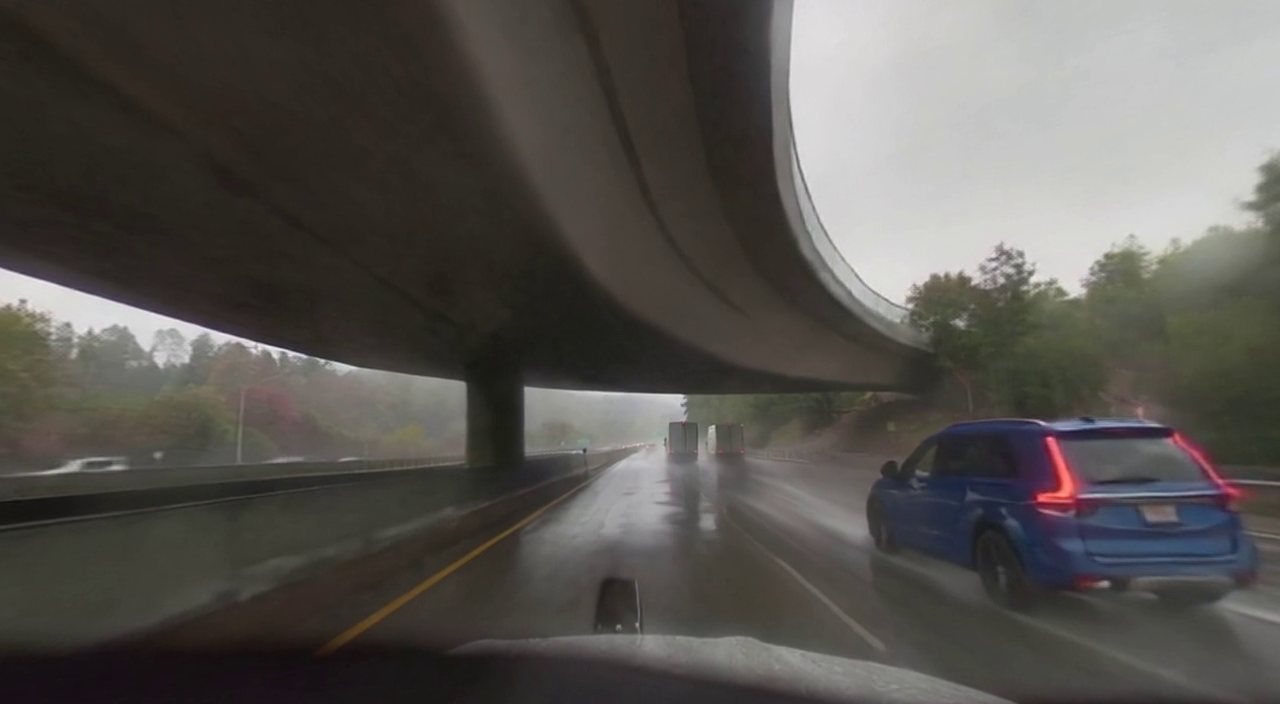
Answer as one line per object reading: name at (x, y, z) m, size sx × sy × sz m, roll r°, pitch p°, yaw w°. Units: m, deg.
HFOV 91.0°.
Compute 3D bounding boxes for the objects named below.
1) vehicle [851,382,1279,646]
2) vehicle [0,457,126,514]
vehicle at (4.002, 1.366, 6.346) m, size 2.148 × 1.691 × 4.443 m, roll 0°, pitch -9°, yaw -1°
vehicle at (-43.859, 9.608, 46.304) m, size 2.907 × 3.595 × 10.577 m, roll 0°, pitch -8°, yaw 1°
